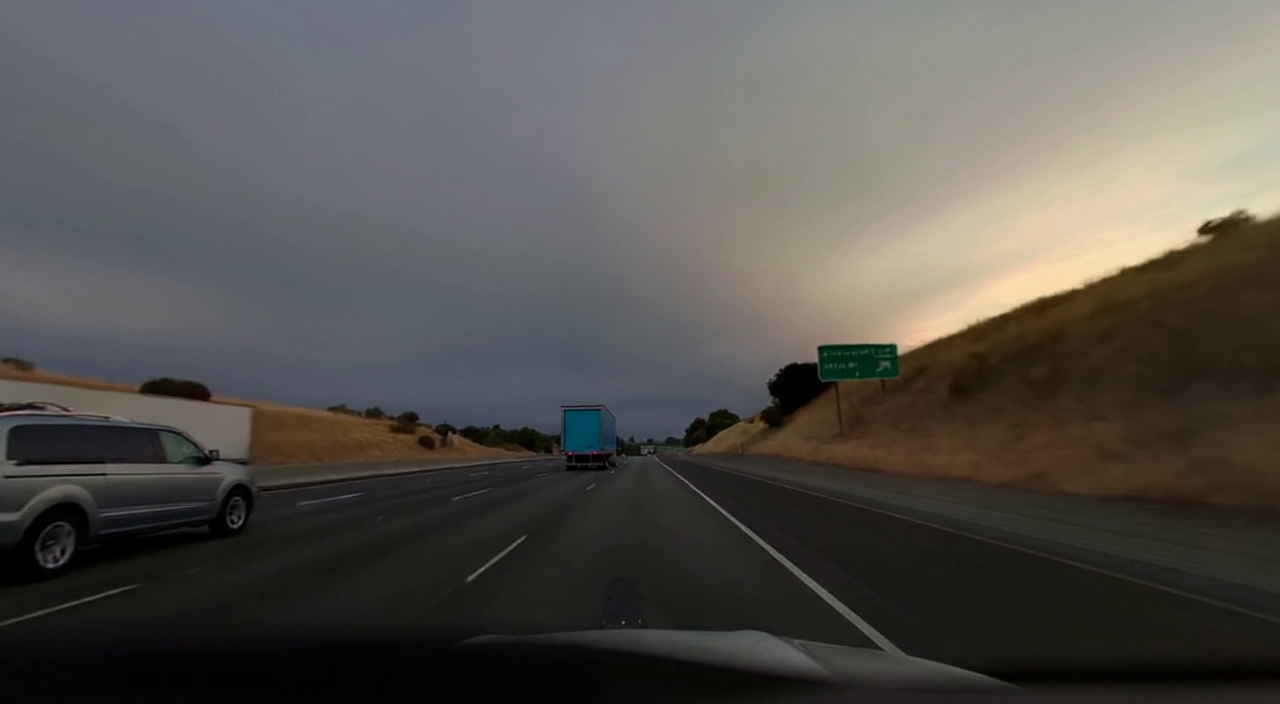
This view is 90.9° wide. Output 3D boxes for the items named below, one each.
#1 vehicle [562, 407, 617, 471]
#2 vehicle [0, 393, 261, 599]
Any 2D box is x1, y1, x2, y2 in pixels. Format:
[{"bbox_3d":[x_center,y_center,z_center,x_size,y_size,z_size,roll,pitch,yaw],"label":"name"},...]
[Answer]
[{"bbox_3d":[-3.496,6.656,47.902,2.893,4.073,15.281,0,-8,0],"label":"vehicle"},{"bbox_3d":[-6.914,1.491,6.949,2.175,1.860,5.236,0,-8,0],"label":"vehicle"}]
